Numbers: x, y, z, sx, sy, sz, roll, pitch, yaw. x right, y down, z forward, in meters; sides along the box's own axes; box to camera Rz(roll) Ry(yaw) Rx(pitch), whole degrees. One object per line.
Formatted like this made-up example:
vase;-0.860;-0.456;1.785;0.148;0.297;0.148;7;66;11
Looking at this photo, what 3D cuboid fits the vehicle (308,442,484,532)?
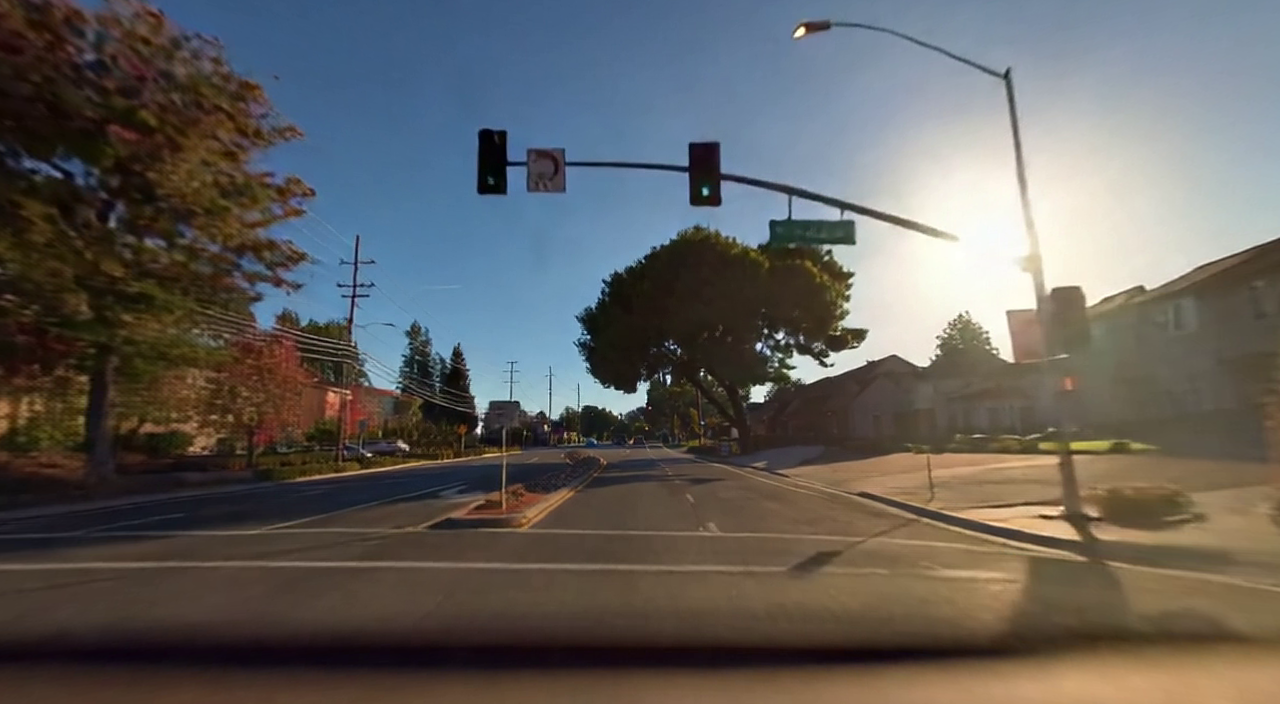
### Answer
vehicle;-5.108;2.844;14.199;1.948;1.471;5.408;2;-7;-2
